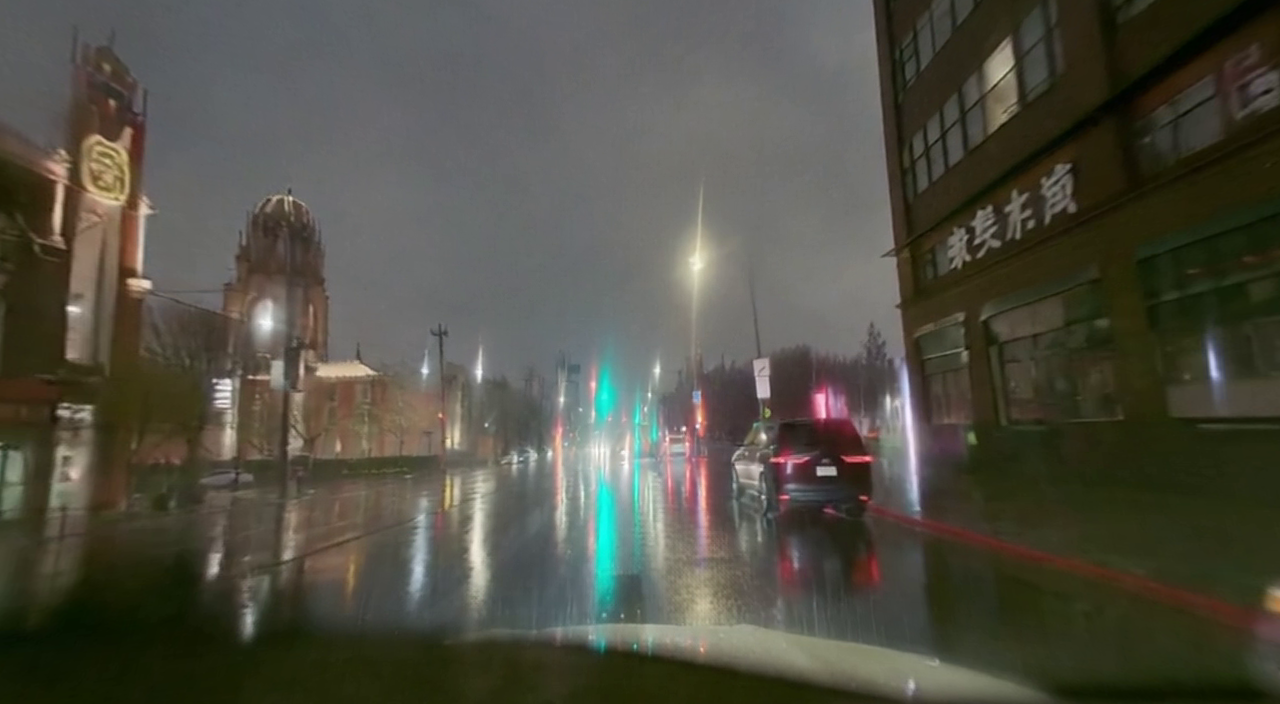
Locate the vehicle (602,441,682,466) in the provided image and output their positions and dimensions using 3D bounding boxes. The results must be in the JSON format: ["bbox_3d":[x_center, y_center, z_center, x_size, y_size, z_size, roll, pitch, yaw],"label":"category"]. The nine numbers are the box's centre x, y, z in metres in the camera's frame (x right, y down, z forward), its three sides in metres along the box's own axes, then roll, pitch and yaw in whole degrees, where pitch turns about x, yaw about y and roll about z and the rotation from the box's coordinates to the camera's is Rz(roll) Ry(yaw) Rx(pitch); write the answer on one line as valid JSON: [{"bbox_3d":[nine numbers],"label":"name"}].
[{"bbox_3d":[0.117,6.292,39.198,4.620,1.476,1.881,5,-10,-29],"label":"vehicle"}]

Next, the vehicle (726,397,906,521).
[{"bbox_3d":[3.319,2.202,13.407,2.269,2.046,5.649,0,-8,1],"label":"vehicle"}]

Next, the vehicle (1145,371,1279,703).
[{"bbox_3d":[3.420,0.698,0.582,1.963,1.862,4.724,-3,-8,1],"label":"vehicle"}]
